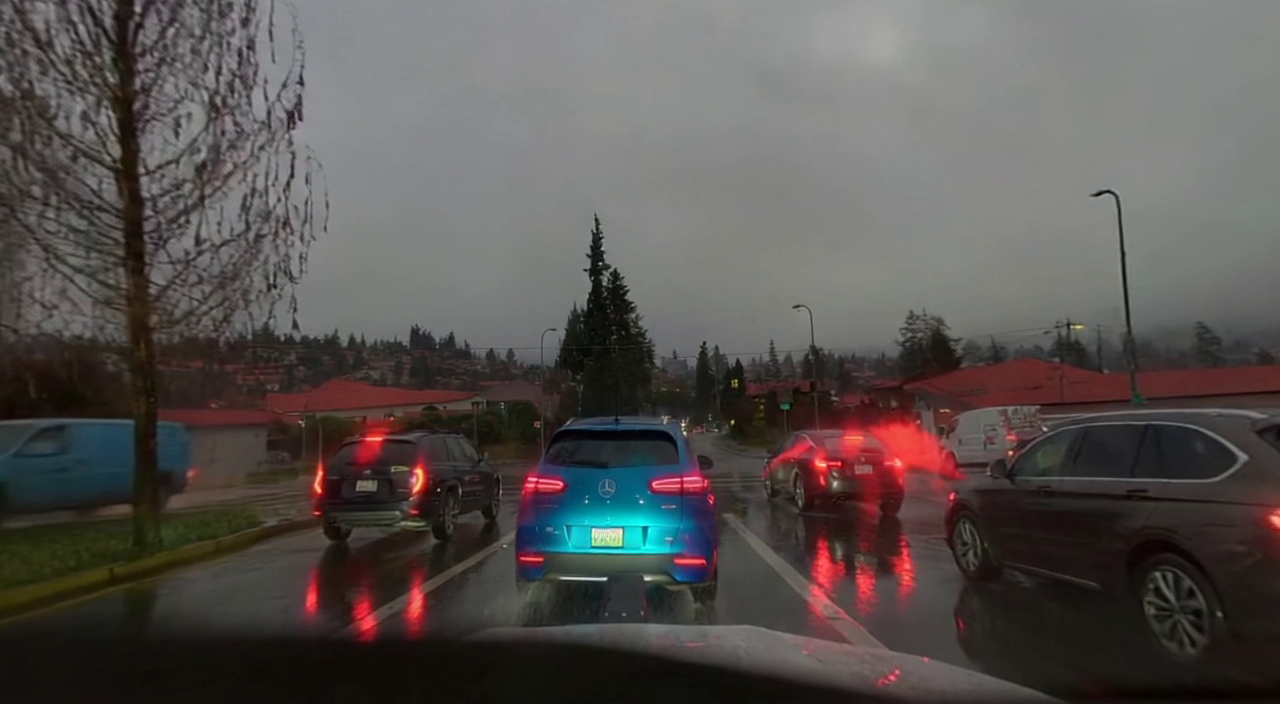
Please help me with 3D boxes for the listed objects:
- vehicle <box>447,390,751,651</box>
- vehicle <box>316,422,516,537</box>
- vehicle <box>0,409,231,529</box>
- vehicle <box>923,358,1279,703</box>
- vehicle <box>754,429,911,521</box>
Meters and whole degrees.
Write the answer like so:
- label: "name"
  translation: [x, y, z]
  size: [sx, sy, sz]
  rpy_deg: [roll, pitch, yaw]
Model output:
- label: "vehicle"
  translation: [-0.158, 1.415, 6.313]
  size: [2.022, 1.700, 4.084]
  rpy_deg: [0, -8, 4]
- label: "vehicle"
  translation: [-3.774, 2.232, 11.635]
  size: [2.012, 1.701, 4.316]
  rpy_deg: [0, -8, 1]
- label: "vehicle"
  translation: [-12.373, 2.500, 14.036]
  size: [2.405, 2.098, 5.888]
  rpy_deg: [0, -8, 2]
- label: "vehicle"
  translation: [4.149, 1.202, 4.929]
  size: [2.014, 1.740, 4.515]
  rpy_deg: [-1, -8, 4]
- label: "vehicle"
  translation: [3.647, 2.399, 12.775]
  size: [1.847, 1.554, 3.885]
  rpy_deg: [0, -8, -2]
